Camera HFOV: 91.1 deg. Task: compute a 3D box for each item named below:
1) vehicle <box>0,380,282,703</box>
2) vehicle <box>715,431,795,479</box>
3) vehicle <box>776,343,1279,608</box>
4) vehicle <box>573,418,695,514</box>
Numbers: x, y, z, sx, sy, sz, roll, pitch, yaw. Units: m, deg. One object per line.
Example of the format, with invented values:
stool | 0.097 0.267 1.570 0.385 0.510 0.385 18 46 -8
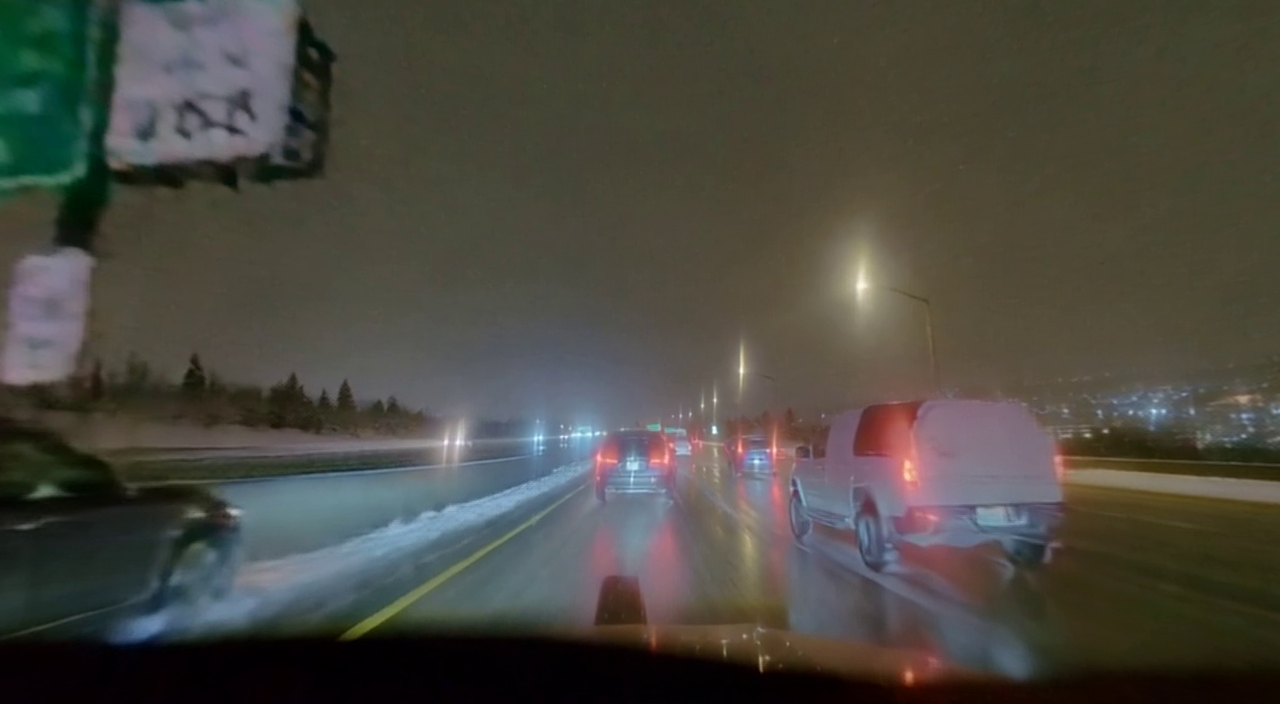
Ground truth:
vehicle | -3.930 0.846 2.586 2.011 1.510 4.698 0 -8 2
vehicle | 4.161 3.814 23.541 2.210 1.625 4.249 0 -8 0
vehicle | 3.696 1.361 7.889 2.732 2.065 5.826 0 -8 1
vehicle | -0.074 2.272 13.001 2.099 1.640 4.134 0 -8 1
